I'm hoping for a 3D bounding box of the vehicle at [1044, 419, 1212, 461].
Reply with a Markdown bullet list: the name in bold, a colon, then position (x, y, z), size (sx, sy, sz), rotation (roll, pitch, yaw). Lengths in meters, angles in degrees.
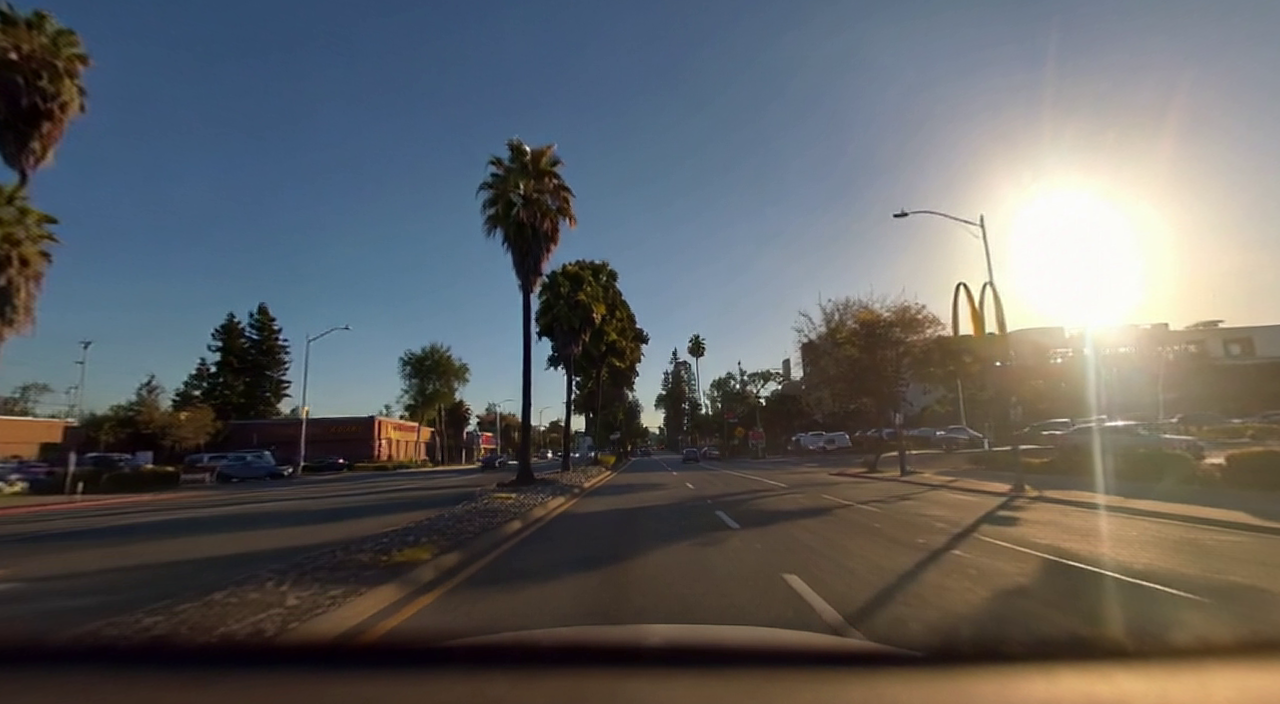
- **vehicle**: position (18.559, 3.391, 24.177), size (4.691, 1.545, 1.900), rotation (-1, -8, 4)
